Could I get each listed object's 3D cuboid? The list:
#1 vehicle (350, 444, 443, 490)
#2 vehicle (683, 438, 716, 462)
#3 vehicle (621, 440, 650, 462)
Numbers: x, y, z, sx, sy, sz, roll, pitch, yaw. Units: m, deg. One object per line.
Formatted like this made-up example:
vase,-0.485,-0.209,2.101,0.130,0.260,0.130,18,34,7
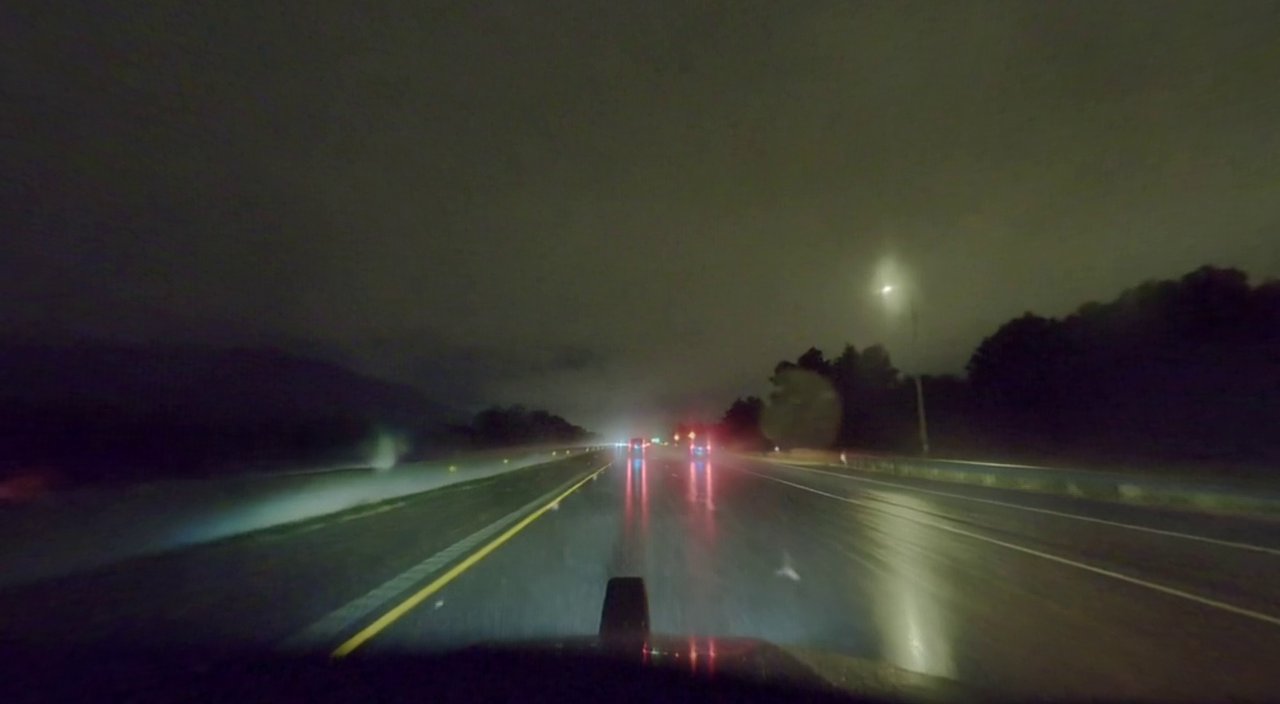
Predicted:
vehicle,-9.244,4.361,24.261,1.923,1.573,4.250,0,-8,-1
vehicle,4.235,7.061,45.372,2.037,1.609,4.036,0,-8,0
vehicle,-0.276,7.270,46.307,2.009,1.554,4.013,0,-8,1
